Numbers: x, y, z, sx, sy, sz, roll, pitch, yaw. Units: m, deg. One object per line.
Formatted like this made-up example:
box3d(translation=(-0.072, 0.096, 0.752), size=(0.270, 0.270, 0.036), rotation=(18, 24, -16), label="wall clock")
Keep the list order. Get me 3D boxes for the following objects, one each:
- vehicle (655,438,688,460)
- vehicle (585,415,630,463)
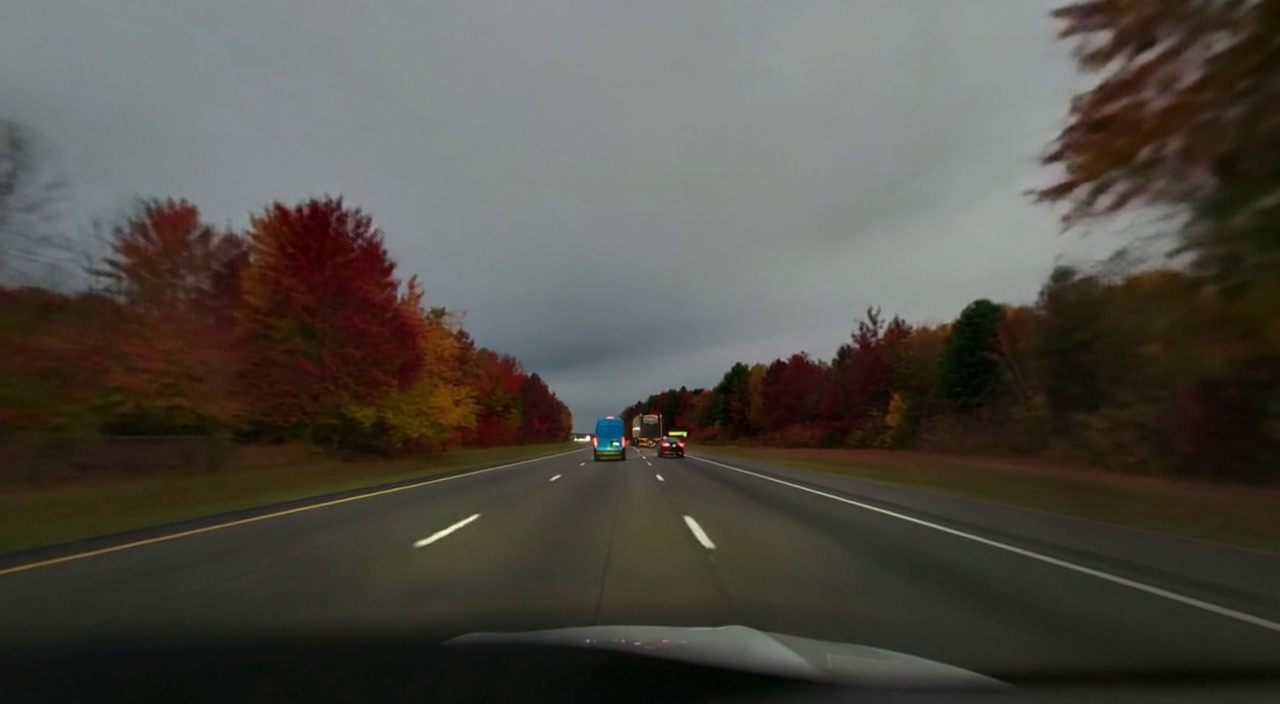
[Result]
box3d(translation=(2.225, 6.983, 45.615), size=(1.962, 1.508, 4.363), rotation=(0, -8, -2), label="vehicle")
box3d(translation=(-1.854, 5.234, 37.840), size=(2.389, 2.637, 5.437), rotation=(0, -8, 0), label="vehicle")
